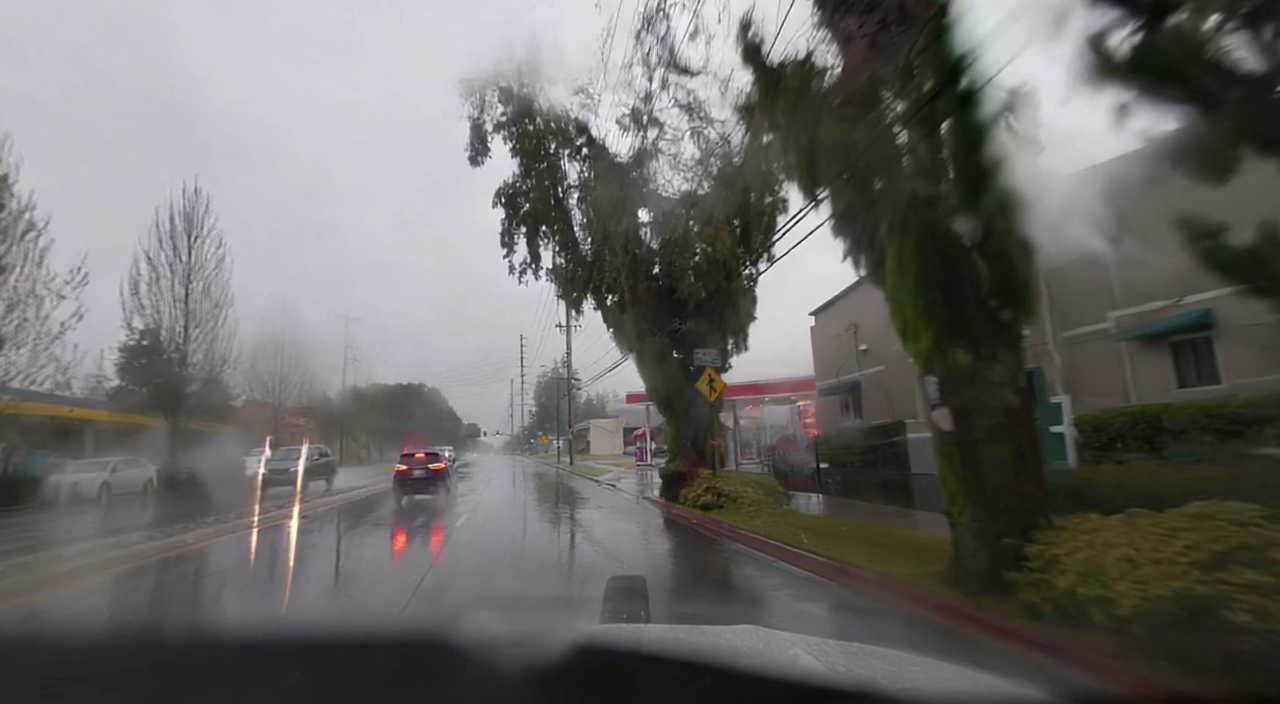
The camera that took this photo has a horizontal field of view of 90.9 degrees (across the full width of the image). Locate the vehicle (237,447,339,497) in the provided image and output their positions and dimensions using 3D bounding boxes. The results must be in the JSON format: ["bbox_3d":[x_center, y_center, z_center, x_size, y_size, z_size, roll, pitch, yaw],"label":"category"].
[{"bbox_3d":[-13.073,4.430,23.777,2.129,1.655,4.442,2,-9,-13],"label":"vehicle"}]

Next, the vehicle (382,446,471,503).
[{"bbox_3d":[-6.385,3.648,19.323,2.073,1.525,3.968,1,-9,-12],"label":"vehicle"}]

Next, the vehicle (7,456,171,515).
[{"bbox_3d":[-19.767,4.744,23.006,2.276,1.760,4.779,1,-9,-11],"label":"vehicle"}]

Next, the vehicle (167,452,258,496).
[{"bbox_3d":[-23.022,6.549,34.239,2.336,2.092,4.625,1,-8,-11],"label":"vehicle"}]
